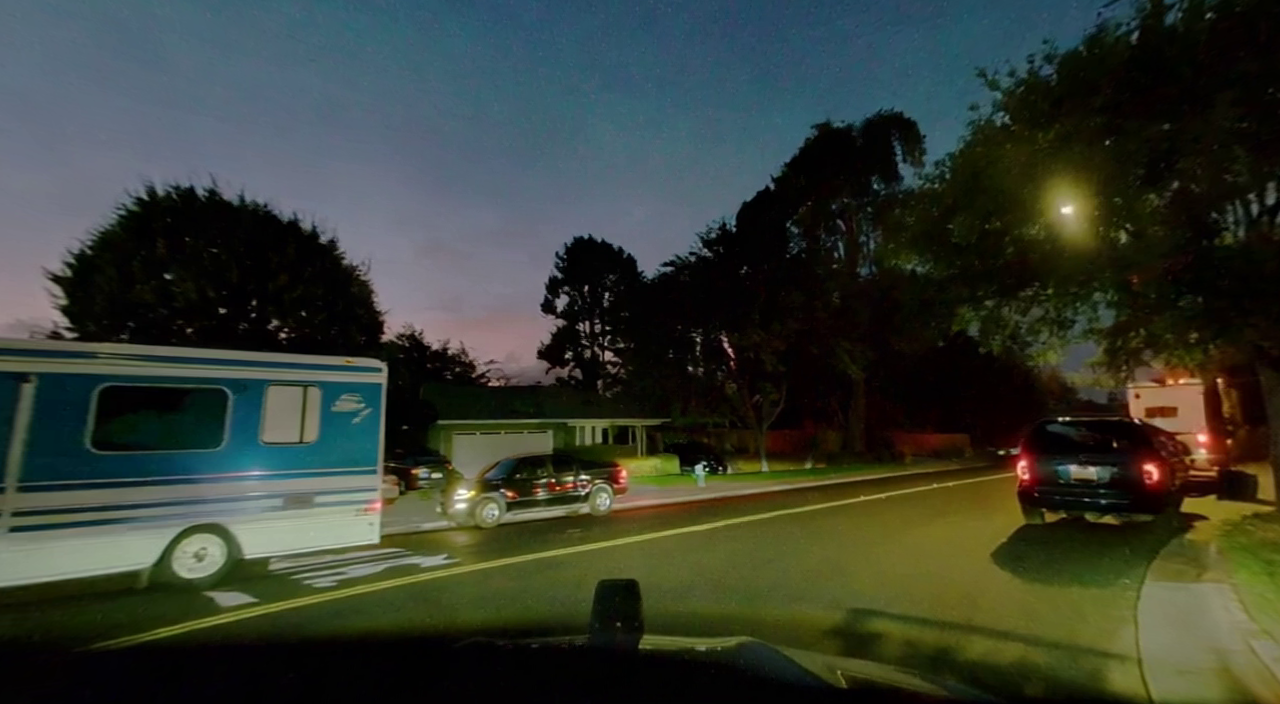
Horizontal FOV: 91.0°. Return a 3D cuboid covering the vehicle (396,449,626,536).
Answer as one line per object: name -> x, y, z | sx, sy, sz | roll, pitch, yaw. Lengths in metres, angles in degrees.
vehicle -> -2.564, 2.873, 13.586 | 1.816, 1.489, 4.653 | -8, -12, 42

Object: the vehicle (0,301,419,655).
vehicle -> -5.296, 1.105, 5.937 | 2.367, 2.618, 5.497 | -8, -12, 42

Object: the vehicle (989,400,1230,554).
vehicle -> 7.820, 1.798, 10.187 | 5.726, 1.785, 2.182 | 7, -10, -44
